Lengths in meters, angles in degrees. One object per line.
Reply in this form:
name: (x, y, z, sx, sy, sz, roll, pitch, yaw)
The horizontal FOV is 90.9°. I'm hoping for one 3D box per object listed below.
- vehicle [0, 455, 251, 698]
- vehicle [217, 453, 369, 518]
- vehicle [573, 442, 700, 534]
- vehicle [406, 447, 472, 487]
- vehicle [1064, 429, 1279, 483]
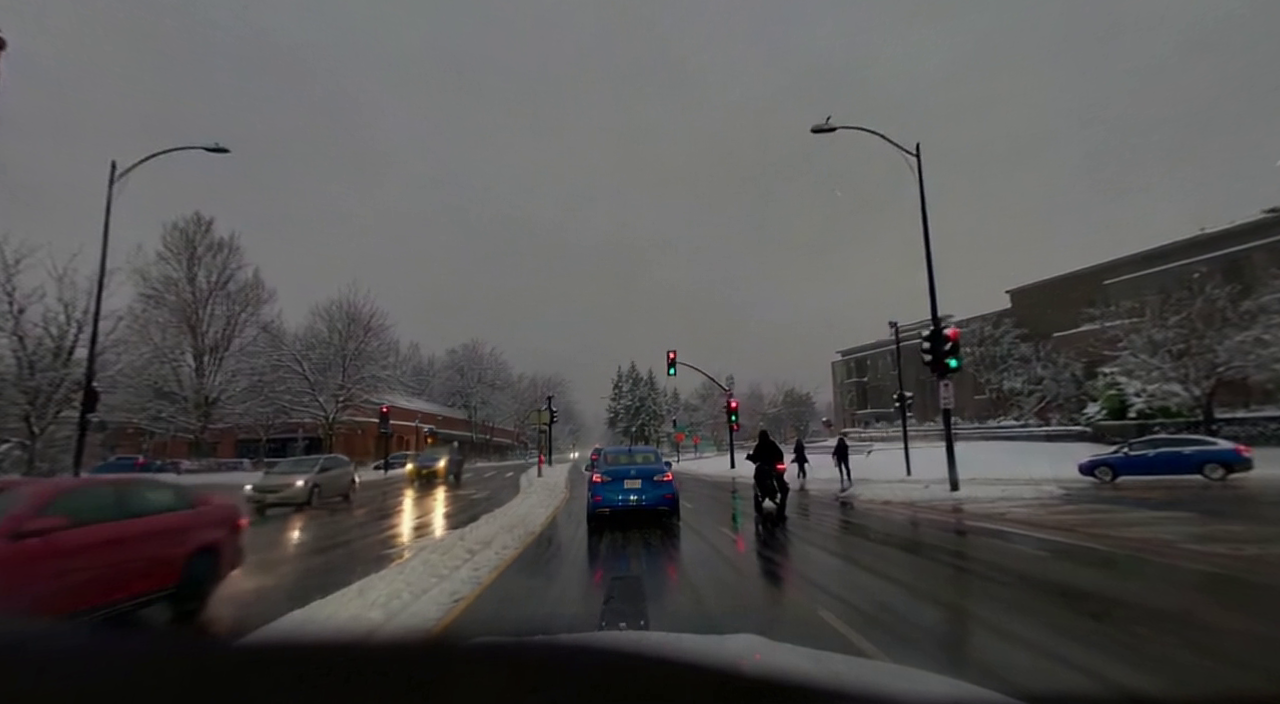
vehicle: (-4.839, 1.402, 4.061, 2.079, 1.392, 4.088, 0, -9, -1)
vehicle: (-9.181, 3.521, 17.184, 1.952, 1.487, 4.351, 0, -9, -5)
vehicle: (-0.177, 2.565, 12.522, 2.118, 1.480, 3.949, 0, -9, -4)
vehicle: (-9.351, 5.343, 29.684, 1.993, 1.692, 4.226, 0, -9, -4)
vehicle: (16.108, 3.166, 19.293, 5.007, 1.479, 1.866, -6, -10, 31)
